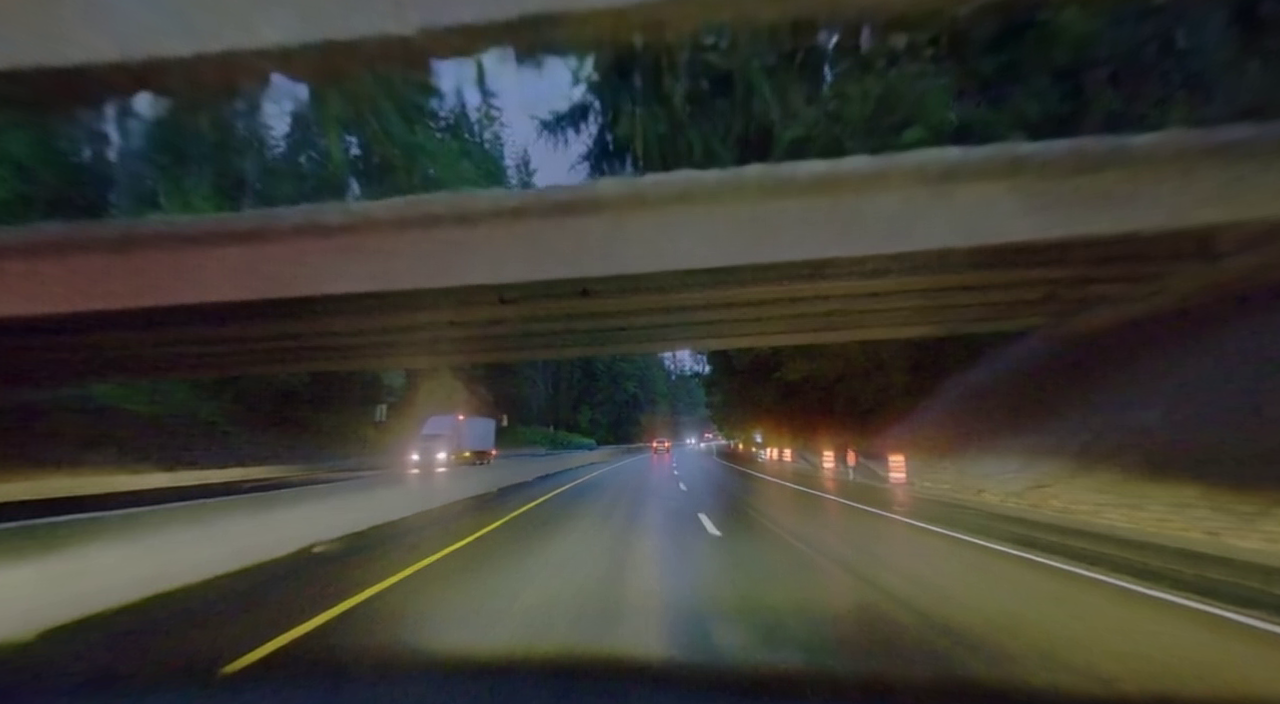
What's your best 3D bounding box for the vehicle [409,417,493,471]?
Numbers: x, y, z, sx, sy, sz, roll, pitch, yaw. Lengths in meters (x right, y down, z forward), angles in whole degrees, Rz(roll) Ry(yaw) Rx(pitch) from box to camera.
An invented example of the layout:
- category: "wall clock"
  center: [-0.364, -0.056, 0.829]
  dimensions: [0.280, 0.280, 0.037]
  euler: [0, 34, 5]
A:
- category: "vehicle"
  center: [-13.381, 6.607, 45.507]
  dimensions: [2.775, 3.490, 8.472]
  euler: [-1, -8, 5]
